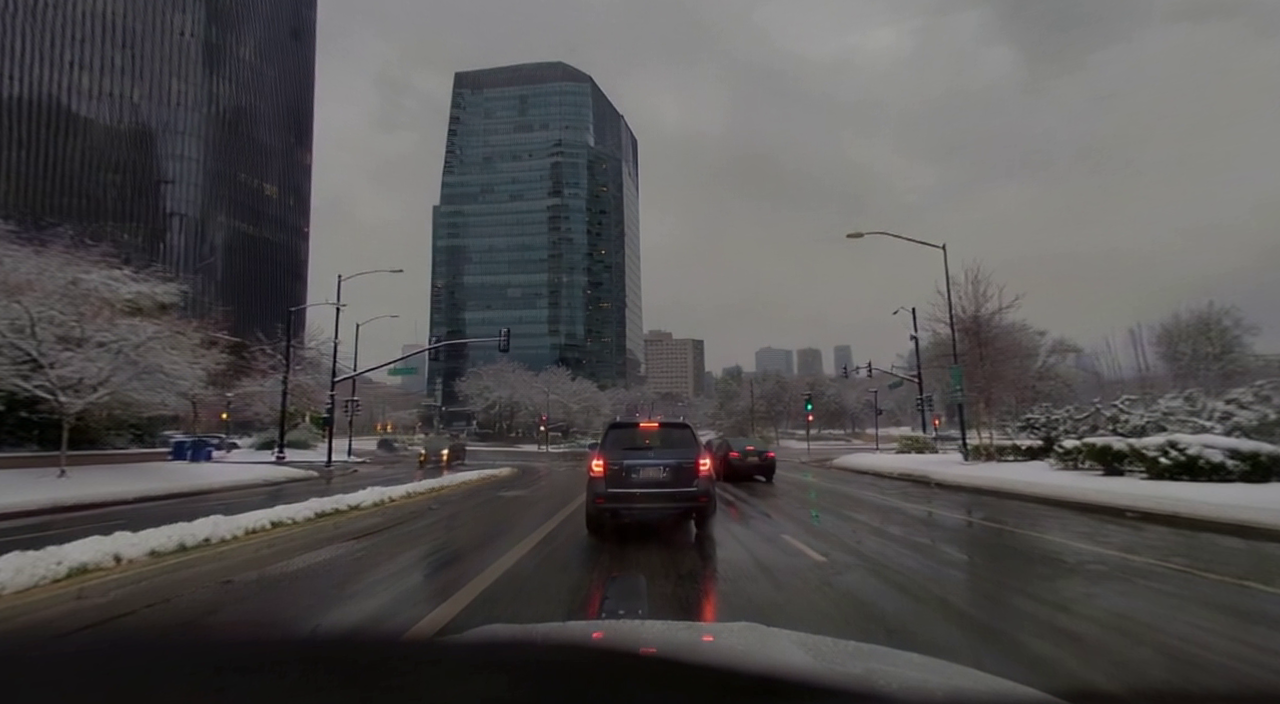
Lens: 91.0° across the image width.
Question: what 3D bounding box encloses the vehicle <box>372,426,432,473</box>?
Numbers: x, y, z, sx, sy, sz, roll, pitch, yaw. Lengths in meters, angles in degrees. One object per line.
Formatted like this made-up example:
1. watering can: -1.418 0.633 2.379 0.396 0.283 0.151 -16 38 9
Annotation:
1. vehicle: -13.162 5.359 34.771 2.717 2.310 6.448 3 -9 -21

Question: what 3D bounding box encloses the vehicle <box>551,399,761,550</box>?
1. vehicle: 0.200 1.874 10.189 2.601 1.878 4.535 0 -9 0

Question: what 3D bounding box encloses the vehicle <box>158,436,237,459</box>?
1. vehicle: -34.361 7.427 48.962 4.622 1.742 1.965 0 -9 -1
